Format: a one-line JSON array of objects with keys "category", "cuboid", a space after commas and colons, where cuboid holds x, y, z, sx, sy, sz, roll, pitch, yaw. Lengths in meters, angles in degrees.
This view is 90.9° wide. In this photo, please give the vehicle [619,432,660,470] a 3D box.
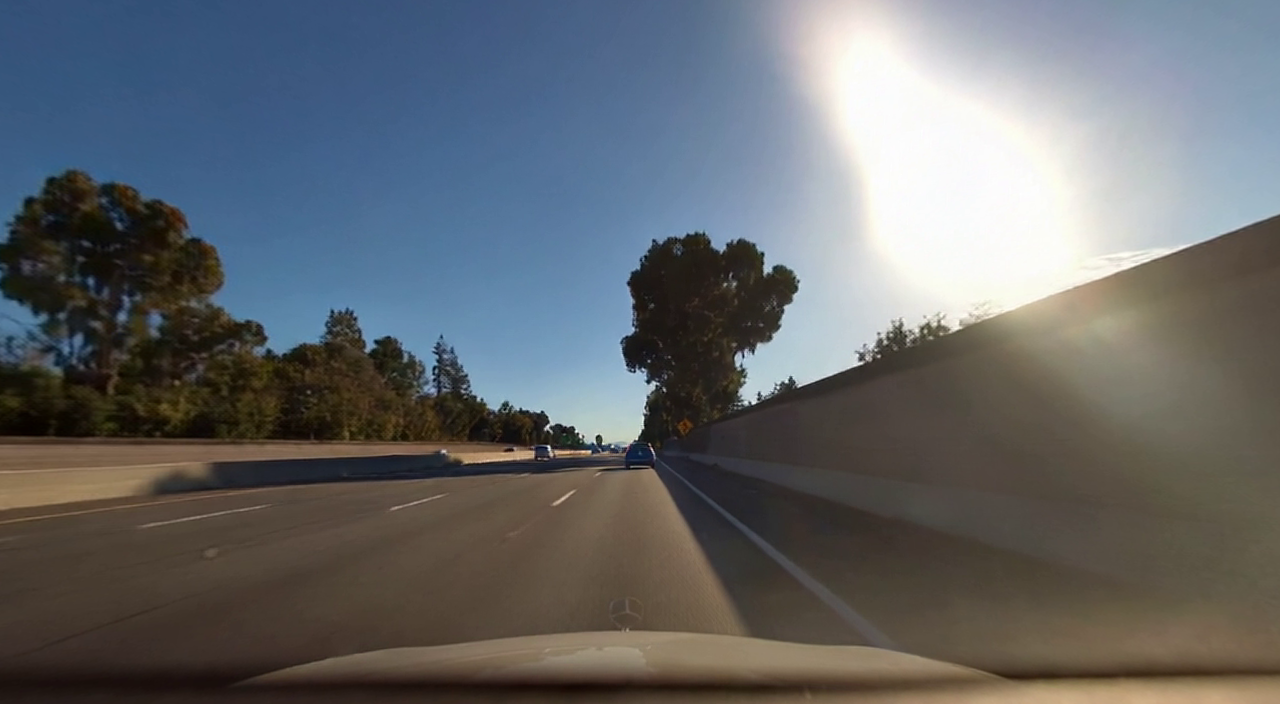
[{"category": "vehicle", "cuboid": [-0.014, 5.931, 37.916, 2.318, 2.145, 4.561, 0, -8, 0]}]
